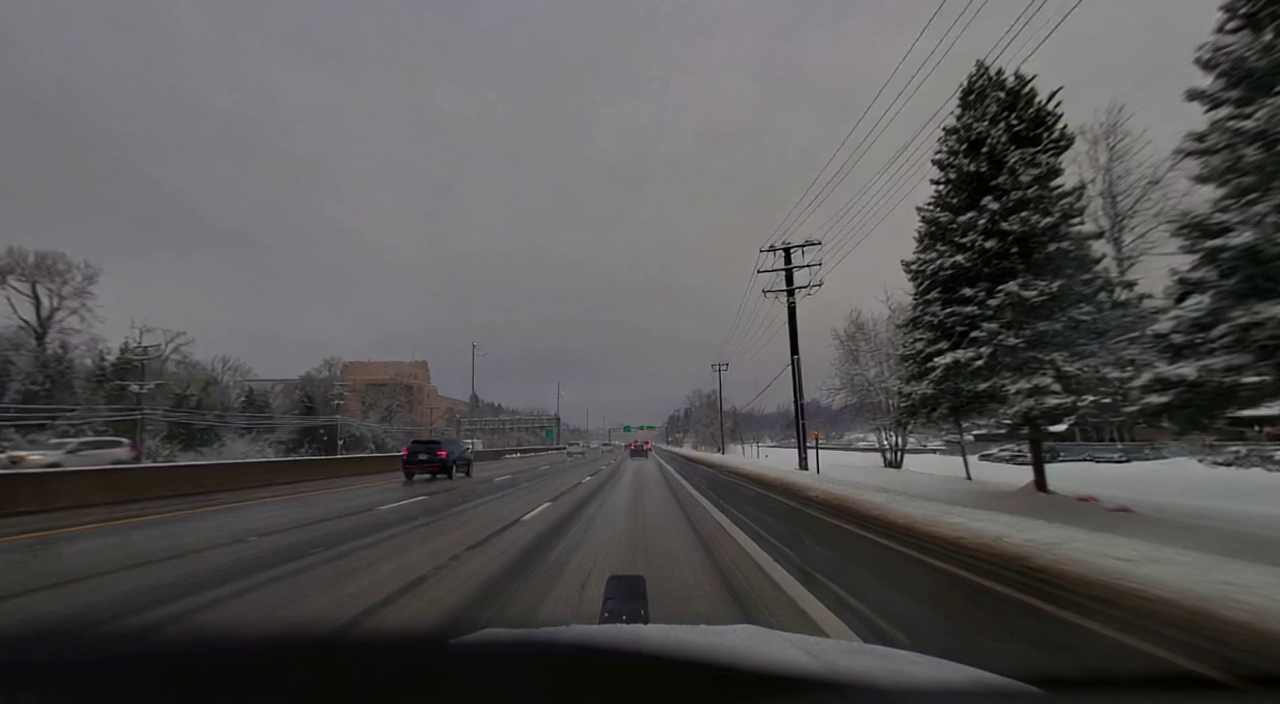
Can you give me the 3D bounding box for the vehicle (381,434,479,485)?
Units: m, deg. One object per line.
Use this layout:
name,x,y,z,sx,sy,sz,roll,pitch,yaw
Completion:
vehicle,-7.121,3.675,21.845,1.946,1.590,4.042,0,-8,1

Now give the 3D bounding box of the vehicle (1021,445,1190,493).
vehicle,20.479,5.140,27.961,5.538,2.013,2.332,0,-8,2

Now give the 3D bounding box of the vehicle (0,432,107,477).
vehicle,-27.189,4.608,28.540,2.093,1.851,4.539,0,-8,1

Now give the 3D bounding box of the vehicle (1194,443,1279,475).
vehicle,36.382,6.210,36.882,5.943,1.764,2.142,0,-8,-2
